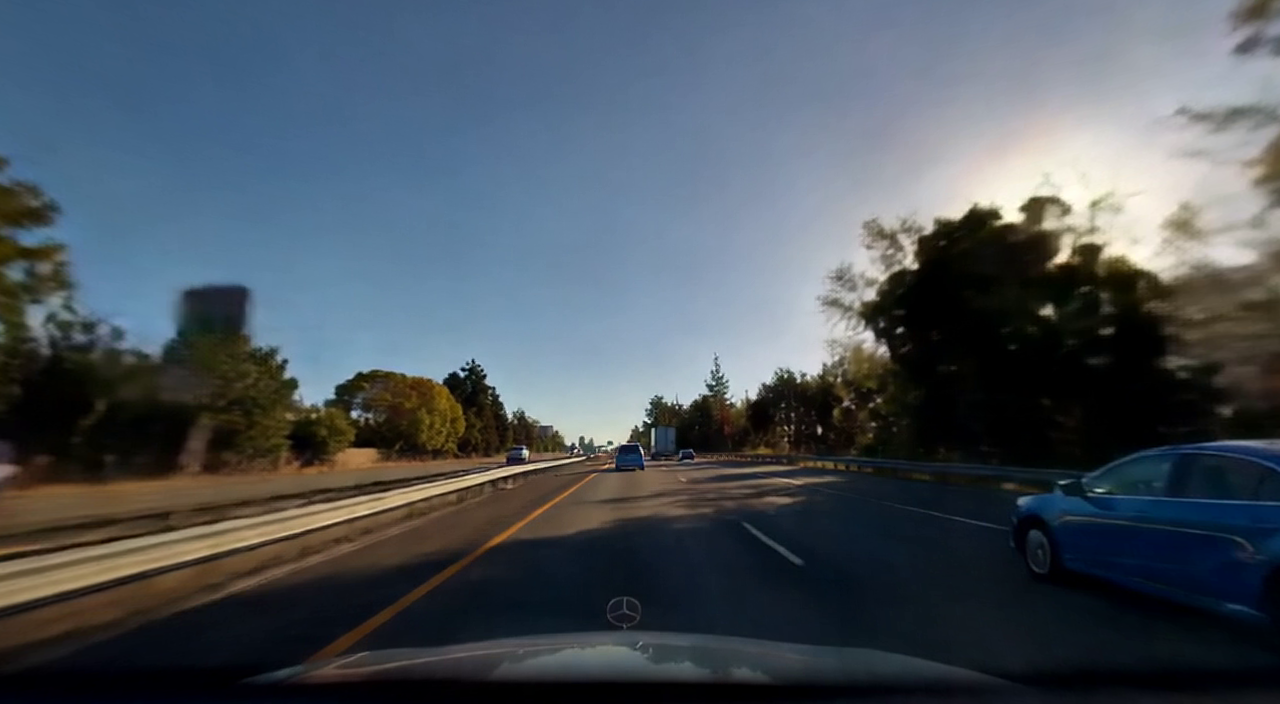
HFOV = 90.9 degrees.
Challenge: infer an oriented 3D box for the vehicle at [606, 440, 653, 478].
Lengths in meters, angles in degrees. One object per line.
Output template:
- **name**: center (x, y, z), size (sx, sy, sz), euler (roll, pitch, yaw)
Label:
- **vehicle**: center (-0.512, 5.224, 31.013), size (2.190, 1.706, 4.062), euler (0, -9, -1)

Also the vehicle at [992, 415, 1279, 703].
- **vehicle**: center (4.154, 1.120, 3.730), size (1.917, 1.421, 3.759), euler (0, -9, 0)
